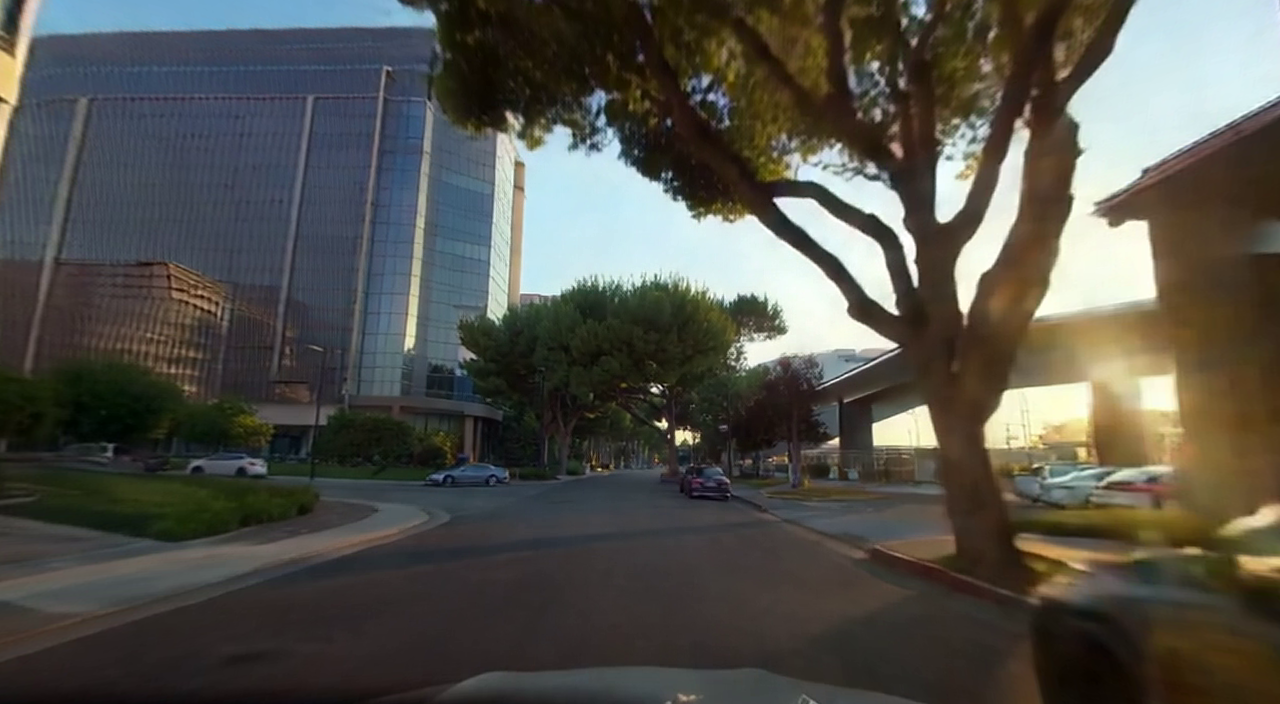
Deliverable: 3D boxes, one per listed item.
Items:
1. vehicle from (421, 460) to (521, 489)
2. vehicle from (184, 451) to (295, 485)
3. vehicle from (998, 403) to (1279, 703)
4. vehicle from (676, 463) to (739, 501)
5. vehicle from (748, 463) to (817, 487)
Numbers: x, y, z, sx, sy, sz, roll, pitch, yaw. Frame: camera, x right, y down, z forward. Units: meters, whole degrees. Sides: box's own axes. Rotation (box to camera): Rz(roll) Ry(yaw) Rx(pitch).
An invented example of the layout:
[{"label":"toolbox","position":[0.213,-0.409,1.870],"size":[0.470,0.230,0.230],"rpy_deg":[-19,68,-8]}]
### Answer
[{"label":"vehicle","position":[-9.107,6.657,34.234],"size":[4.770,1.448,1.983],"rpy_deg":[9,-14,-38]},{"label":"vehicle","position":[-19.963,5.834,31.534],"size":[4.118,1.482,1.889],"rpy_deg":[2,-12,0]},{"label":"vehicle","position":[2.826,0.855,0.969],"size":[1.962,1.627,4.371],"rpy_deg":[2,-10,0]},{"label":"vehicle","position":[2.710,5.395,26.316],"size":[2.073,1.434,3.899],"rpy_deg":[1,-11,-2]},{"label":"vehicle","position":[10.790,9.369,47.903],"size":[4.782,1.698,1.882],"rpy_deg":[1,-11,-2]}]
